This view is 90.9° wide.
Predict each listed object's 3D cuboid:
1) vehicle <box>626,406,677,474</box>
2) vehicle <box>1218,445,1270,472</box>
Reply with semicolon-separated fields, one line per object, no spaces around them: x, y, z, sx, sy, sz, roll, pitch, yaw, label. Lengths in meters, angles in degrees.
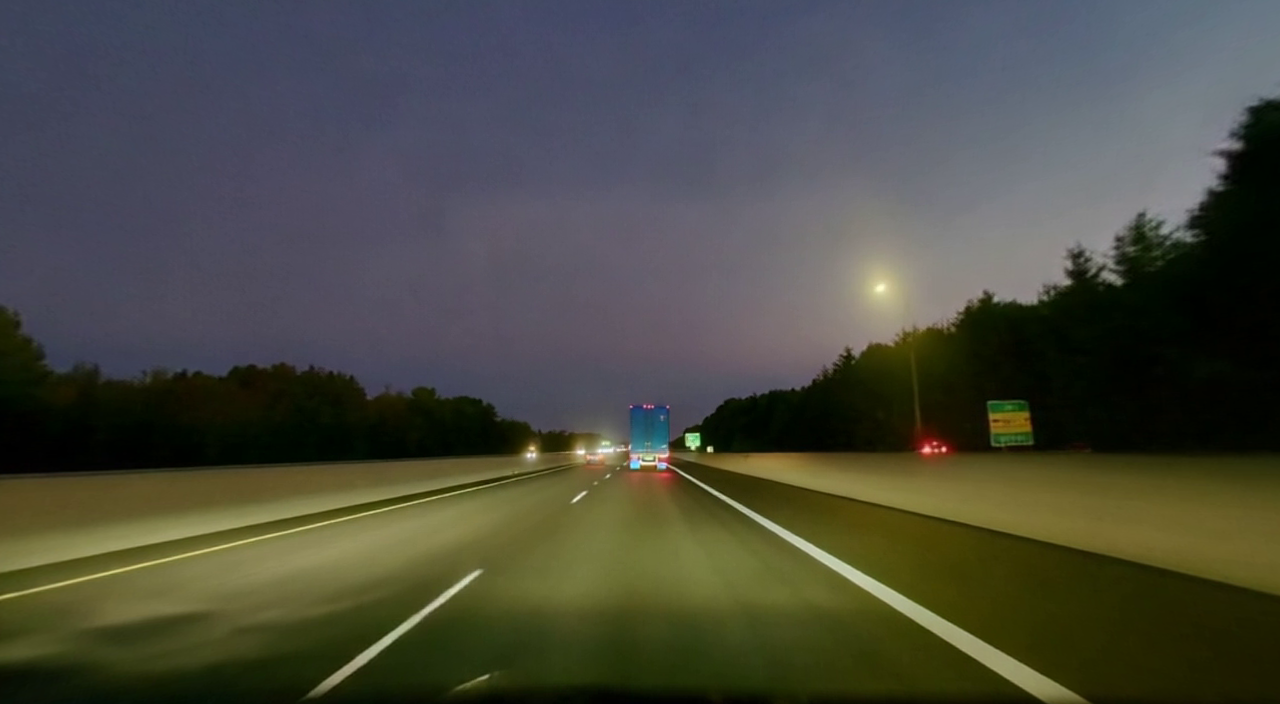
0.700;6.043;42.963;3.022;4.072;10.318;0;-9;0;vehicle
35.681;6.247;37.175;1.958;1.442;4.396;-8;-12;44;vehicle
